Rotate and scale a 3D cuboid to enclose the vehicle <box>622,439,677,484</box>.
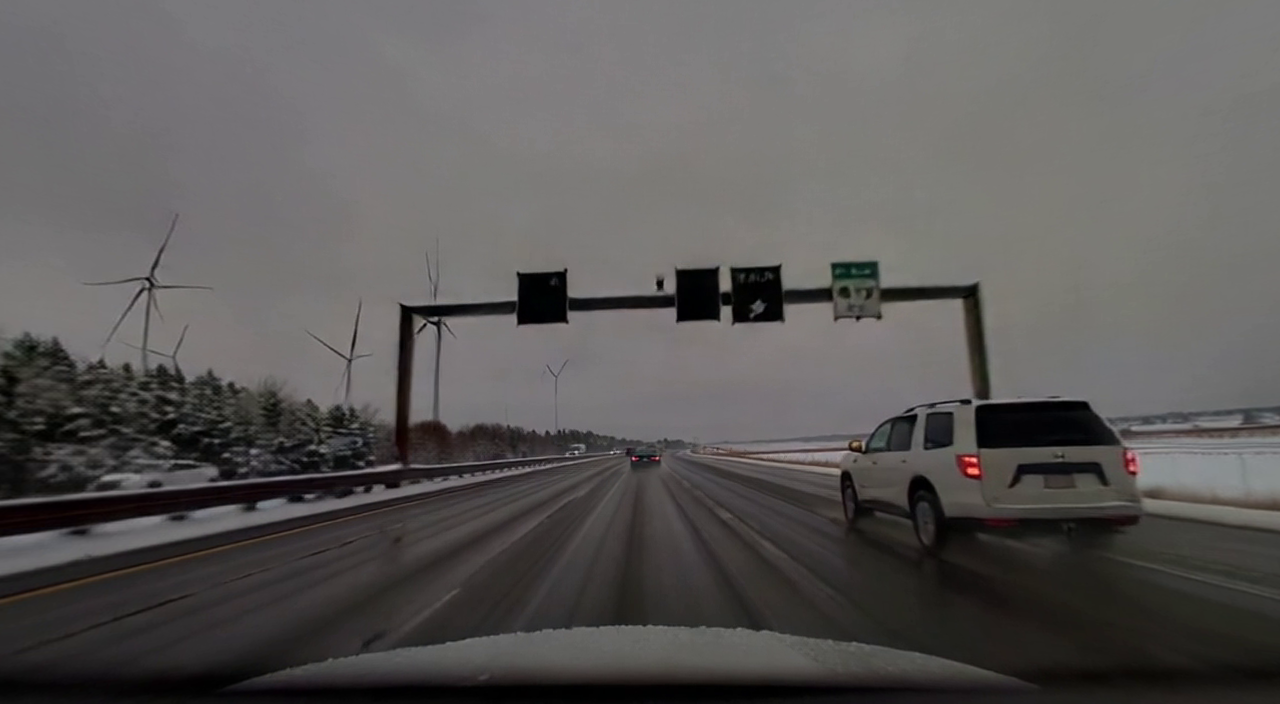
[{"bbox_3d":[0.337,4.461,25.861,2.083,1.653,3.787,0,-9,0],"label":"vehicle"}]

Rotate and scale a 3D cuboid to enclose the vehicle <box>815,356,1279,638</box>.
[{"bbox_3d":[3.666,1.334,6.729,2.104,1.861,4.956,0,-9,-1],"label":"vehicle"}]

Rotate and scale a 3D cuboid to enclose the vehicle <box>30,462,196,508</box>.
[{"bbox_3d":[-19.563,4.940,23.789,1.925,1.431,4.998,0,-9,1],"label":"vehicle"}]
